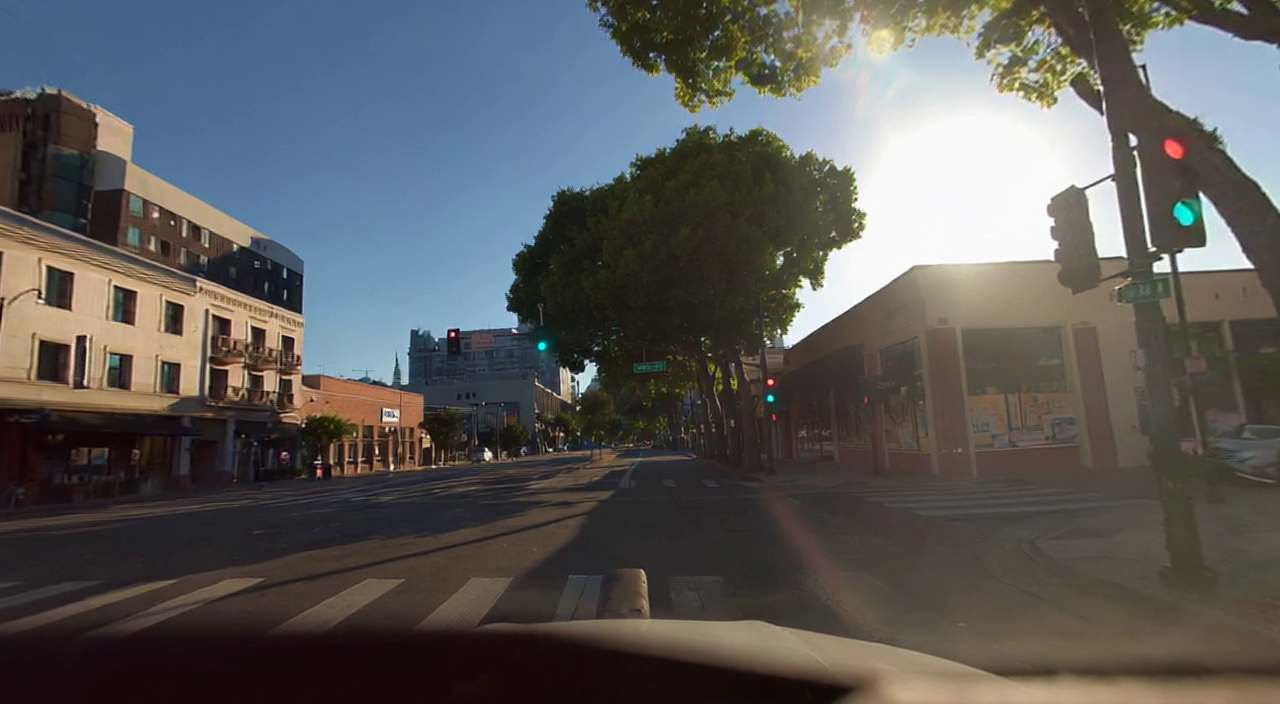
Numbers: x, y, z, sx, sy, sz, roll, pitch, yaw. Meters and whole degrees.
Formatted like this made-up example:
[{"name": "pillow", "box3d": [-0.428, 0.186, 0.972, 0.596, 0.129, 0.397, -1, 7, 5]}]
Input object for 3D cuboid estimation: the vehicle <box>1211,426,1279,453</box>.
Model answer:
[{"name": "vehicle", "box3d": [35.306, 4.907, 35.256, 4.493, 1.453, 1.849, 0, -8, 2]}]
